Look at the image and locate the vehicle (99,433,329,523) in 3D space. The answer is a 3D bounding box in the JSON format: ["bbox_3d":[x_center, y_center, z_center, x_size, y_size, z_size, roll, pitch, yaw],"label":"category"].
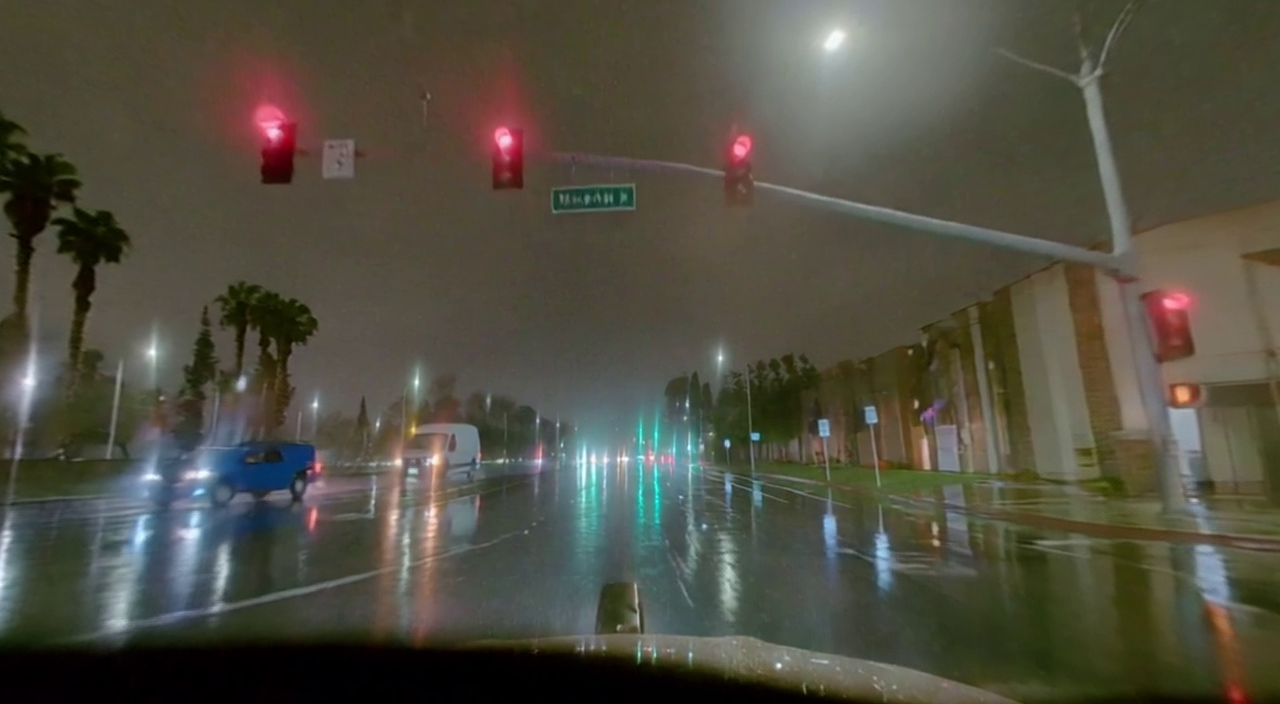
[{"bbox_3d":[-9.219,2.732,14.290,2.074,1.681,4.417,0,-9,1],"label":"vehicle"}]

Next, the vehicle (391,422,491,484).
[{"bbox_3d":[-9.635,5.003,31.550,2.509,2.712,7.034,0,-9,2],"label":"vehicle"}]
